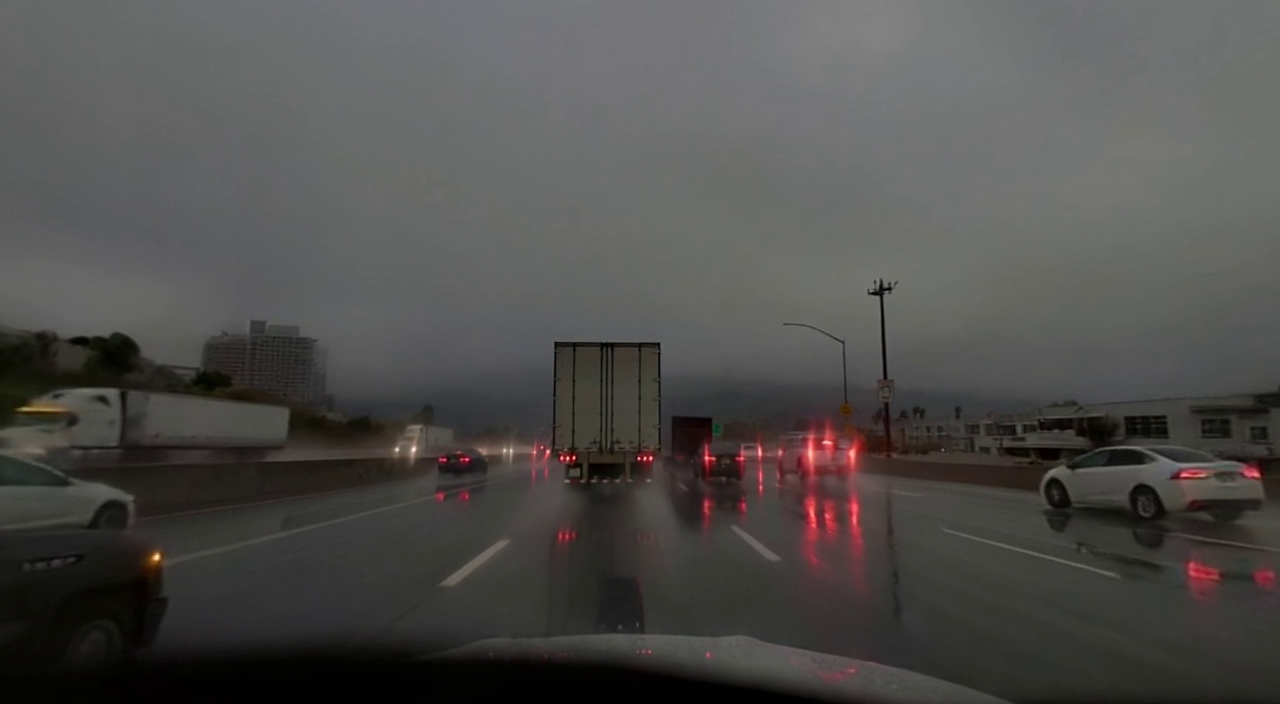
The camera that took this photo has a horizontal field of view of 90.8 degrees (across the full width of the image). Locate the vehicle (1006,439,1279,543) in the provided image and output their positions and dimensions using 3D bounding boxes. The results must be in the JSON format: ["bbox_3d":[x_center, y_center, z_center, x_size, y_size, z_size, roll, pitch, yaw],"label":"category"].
[{"bbox_3d":[9.369,2.390,11.662,2.002,1.472,4.950,0,-9,-4],"label":"vehicle"}]

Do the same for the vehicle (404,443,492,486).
[{"bbox_3d":[-7.267,4.273,24.448,1.973,1.471,4.779,0,-9,-1],"label":"vehicle"}]

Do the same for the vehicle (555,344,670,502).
[{"bbox_3d":[-0.764,2.590,21.579,2.906,4.040,10.743,0,-9,-1],"label":"vehicle"}]

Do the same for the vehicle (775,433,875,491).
[{"bbox_3d":[6.586,3.966,23.076,2.070,1.888,4.546,0,-9,-3],"label":"vehicle"}]

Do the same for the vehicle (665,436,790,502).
[{"bbox_3d":[2.939,4.654,26.426,2.869,1.940,14.755,0,-9,-1],"label":"vehicle"}]

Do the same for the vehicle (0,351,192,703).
[{"bbox_3d":[-3.328,0.656,1.197,1.946,1.641,4.105,0,-9,-1],"label":"vehicle"}]
